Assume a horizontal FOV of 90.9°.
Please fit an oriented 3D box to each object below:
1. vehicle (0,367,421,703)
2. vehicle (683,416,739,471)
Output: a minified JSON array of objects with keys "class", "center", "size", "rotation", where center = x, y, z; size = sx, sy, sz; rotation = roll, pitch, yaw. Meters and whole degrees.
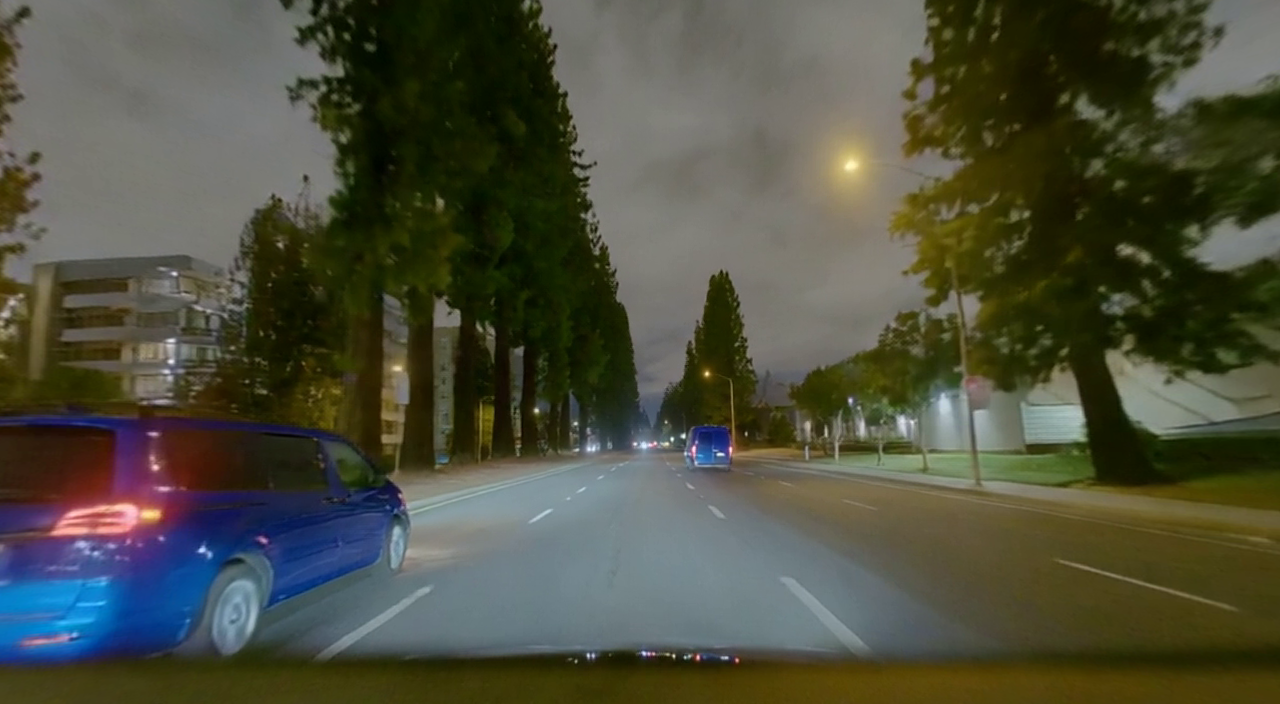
[{"class":"vehicle","center":[-3.547,1.185,4.636],"size":[2.129,1.602,4.532],"rotation":[0,-8,2]},{"class":"vehicle","center":[3.704,4.921,33.916],"size":[2.349,2.671,5.744],"rotation":[0,-8,0]}]
